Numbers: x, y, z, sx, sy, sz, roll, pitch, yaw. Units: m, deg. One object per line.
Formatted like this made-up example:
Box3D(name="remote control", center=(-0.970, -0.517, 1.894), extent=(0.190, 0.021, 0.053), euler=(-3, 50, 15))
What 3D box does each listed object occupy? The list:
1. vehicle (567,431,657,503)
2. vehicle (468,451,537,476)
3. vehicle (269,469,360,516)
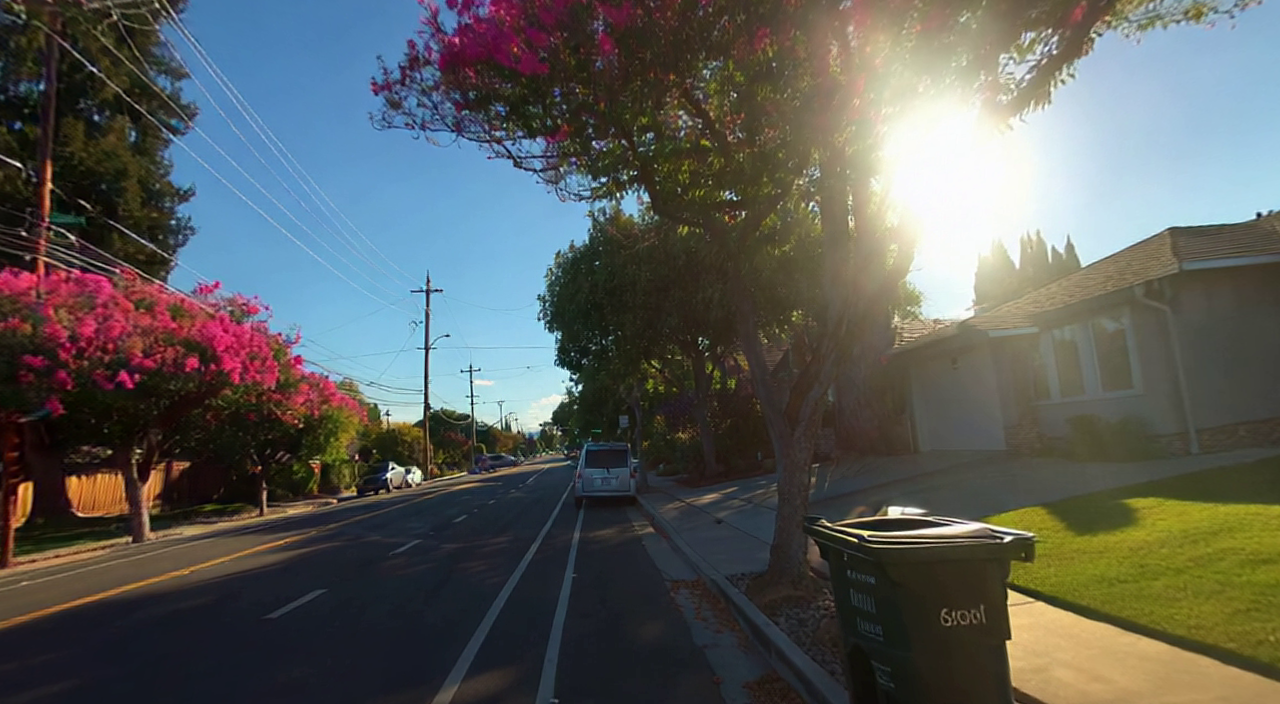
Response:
Box3D(name="vehicle", center=(-0.824, 3.081, 17.386), extent=(2.190, 1.708, 4.115), euler=(0, -8, -4))
Box3D(name="vehicle", center=(-10.489, 8.494, 48.275), extent=(4.723, 1.679, 2.218), euler=(-5, -10, 19))
Box3D(name="vehicle", center=(-13.762, 5.920, 26.980), extent=(1.982, 1.660, 4.142), euler=(1, -8, -6))
